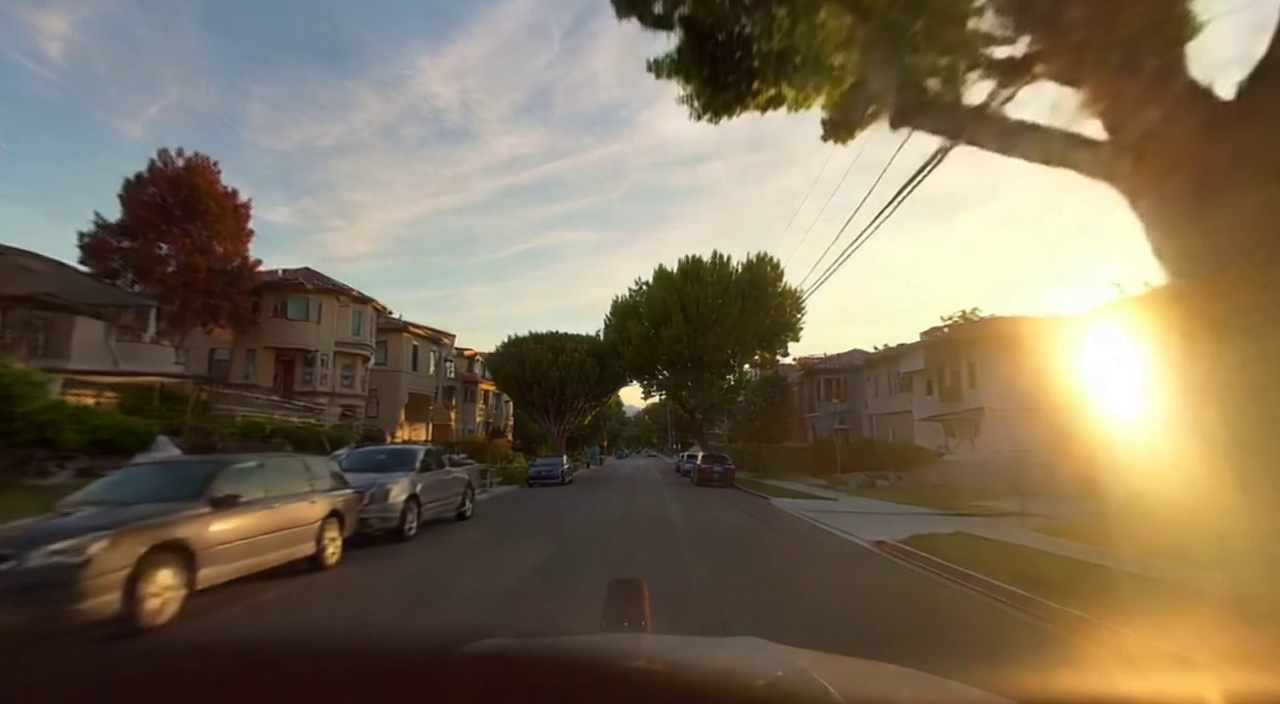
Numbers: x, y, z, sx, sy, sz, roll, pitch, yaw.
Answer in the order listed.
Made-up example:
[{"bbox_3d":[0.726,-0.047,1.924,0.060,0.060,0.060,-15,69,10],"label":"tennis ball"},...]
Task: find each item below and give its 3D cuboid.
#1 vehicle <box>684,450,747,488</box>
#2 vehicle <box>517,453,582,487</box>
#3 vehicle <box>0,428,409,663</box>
[{"bbox_3d":[3.127,5.003,27.270,2.000,1.456,5.251,0,-9,-1],"label":"vehicle"},{"bbox_3d":[-3.823,5.091,27.464,1.995,1.330,4.080,0,-9,4],"label":"vehicle"},{"bbox_3d":[-4.317,1.642,6.445,2.086,1.493,4.582,-1,-9,1],"label":"vehicle"}]
